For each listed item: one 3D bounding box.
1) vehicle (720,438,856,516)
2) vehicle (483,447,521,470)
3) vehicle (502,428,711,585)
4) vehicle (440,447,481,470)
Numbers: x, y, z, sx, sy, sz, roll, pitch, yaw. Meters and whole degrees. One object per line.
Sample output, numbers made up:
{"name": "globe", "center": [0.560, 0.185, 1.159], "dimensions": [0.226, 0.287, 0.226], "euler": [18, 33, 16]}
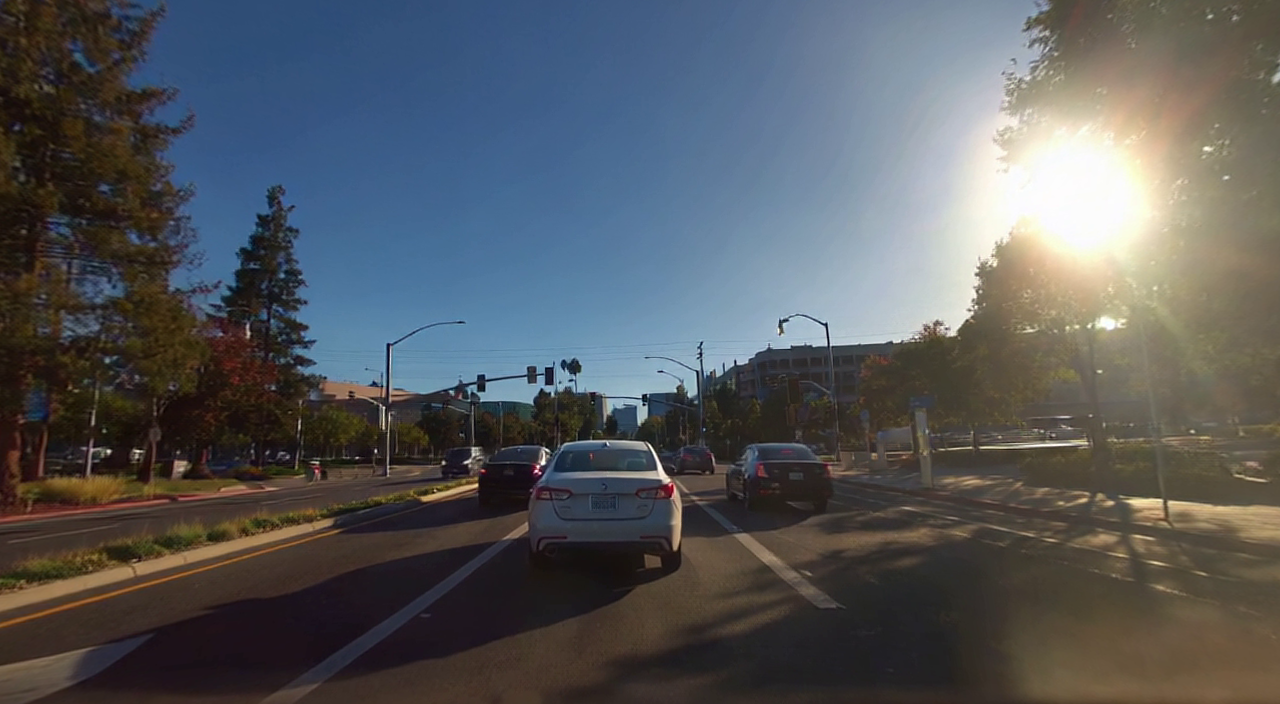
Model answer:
{"name": "vehicle", "center": [3.133, 2.725, 14.333], "dimensions": [1.910, 1.474, 4.263], "euler": [0, -9, -2]}
{"name": "vehicle", "center": [-9.391, 7.288, 43.410], "dimensions": [1.824, 1.513, 4.254], "euler": [0, -9, -2]}
{"name": "vehicle", "center": [-0.355, 1.760, 7.944], "dimensions": [2.006, 1.487, 3.535], "euler": [0, -9, -1]}
{"name": "vehicle", "center": [-13.767, 8.185, 48.825], "dimensions": [1.985, 1.689, 4.461], "euler": [0, -9, -2]}
